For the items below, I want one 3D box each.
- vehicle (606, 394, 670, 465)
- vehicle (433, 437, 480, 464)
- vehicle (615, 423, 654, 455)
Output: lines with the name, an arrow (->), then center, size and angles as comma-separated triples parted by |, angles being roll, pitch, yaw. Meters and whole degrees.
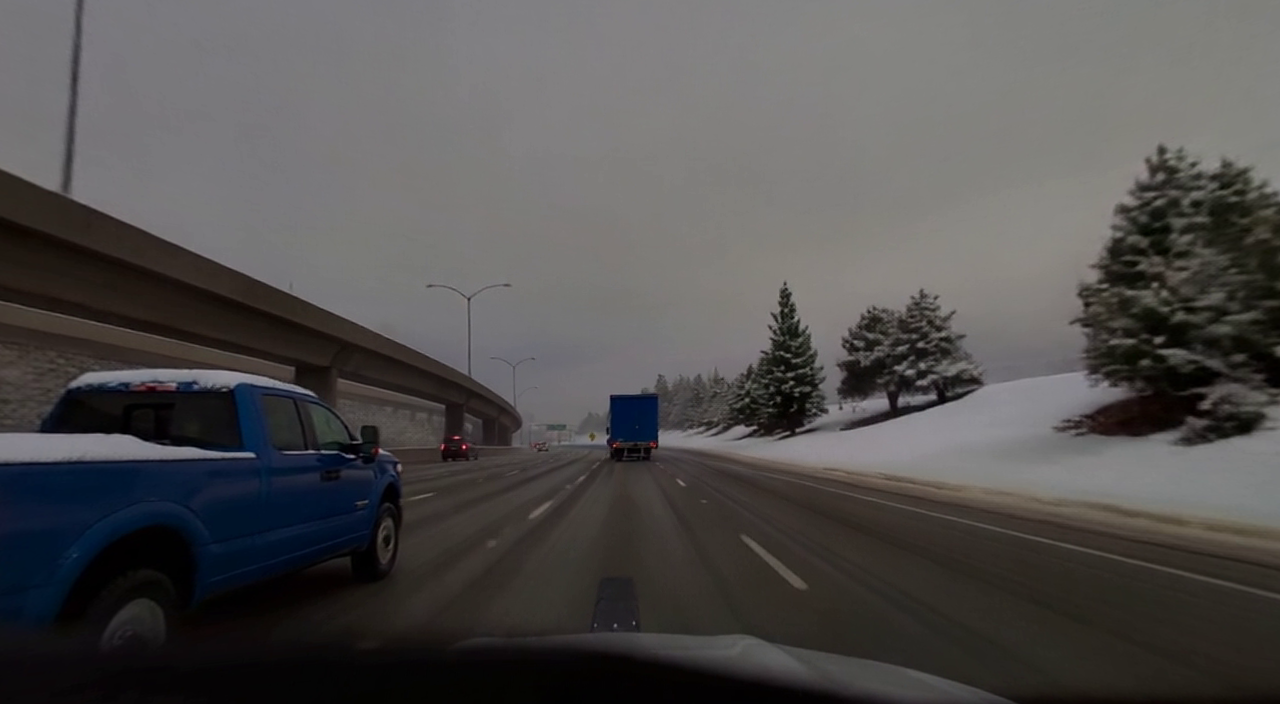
vehicle -> -0.409, 4.900, 38.621 | 3.233, 3.678, 11.032 | 0, -9, -3
vehicle -> -11.992, 6.464, 41.608 | 1.919, 1.625, 4.183 | 0, -8, -2
vehicle -> -0.374, 4.905, 35.378 | 2.052, 1.666, 4.358 | 0, -8, -3
